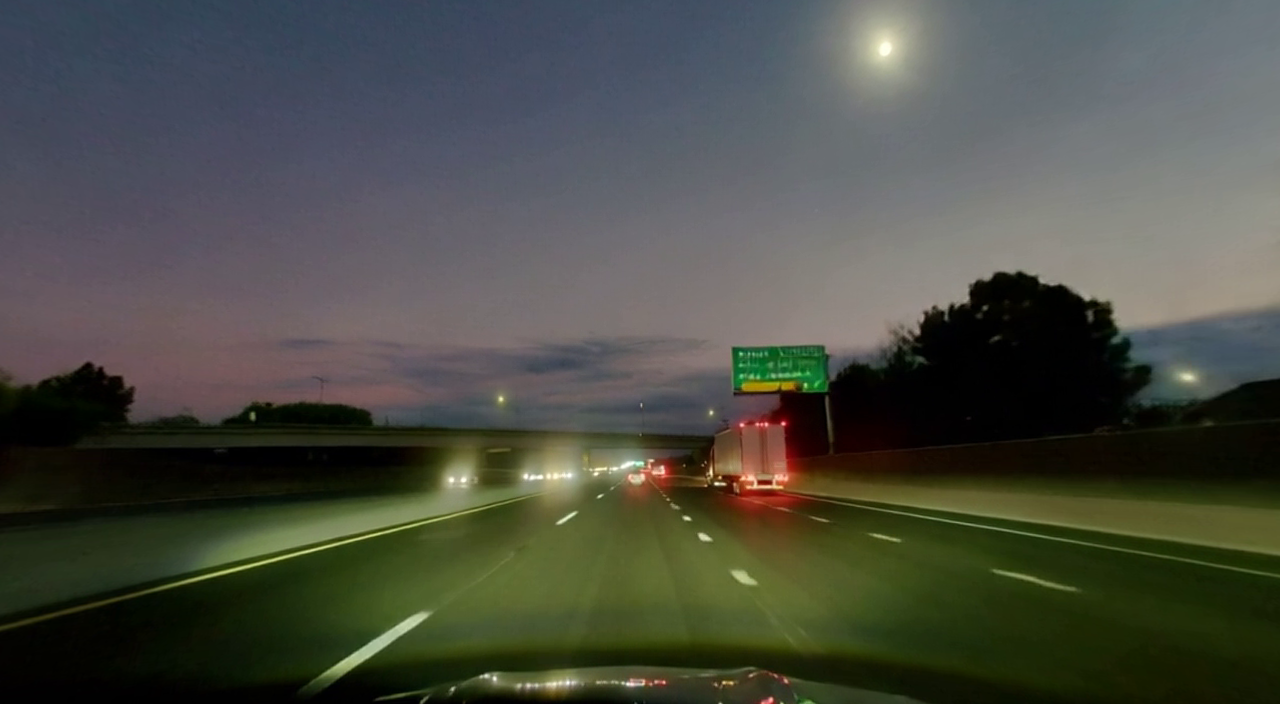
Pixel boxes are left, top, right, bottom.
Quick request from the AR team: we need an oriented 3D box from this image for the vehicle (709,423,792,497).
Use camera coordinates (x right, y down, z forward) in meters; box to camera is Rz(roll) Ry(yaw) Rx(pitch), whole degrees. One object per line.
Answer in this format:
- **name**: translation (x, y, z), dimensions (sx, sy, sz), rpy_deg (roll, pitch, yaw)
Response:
- **vehicle**: translation (6.983, 7.365, 42.413), dimensions (2.926, 4.073, 13.836), rpy_deg (1, -11, -1)

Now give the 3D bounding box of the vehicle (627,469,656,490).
- **vehicle**: translation (0.090, 9.364, 46.350), dimensions (2.029, 1.459, 3.684), rpy_deg (1, -11, -1)
